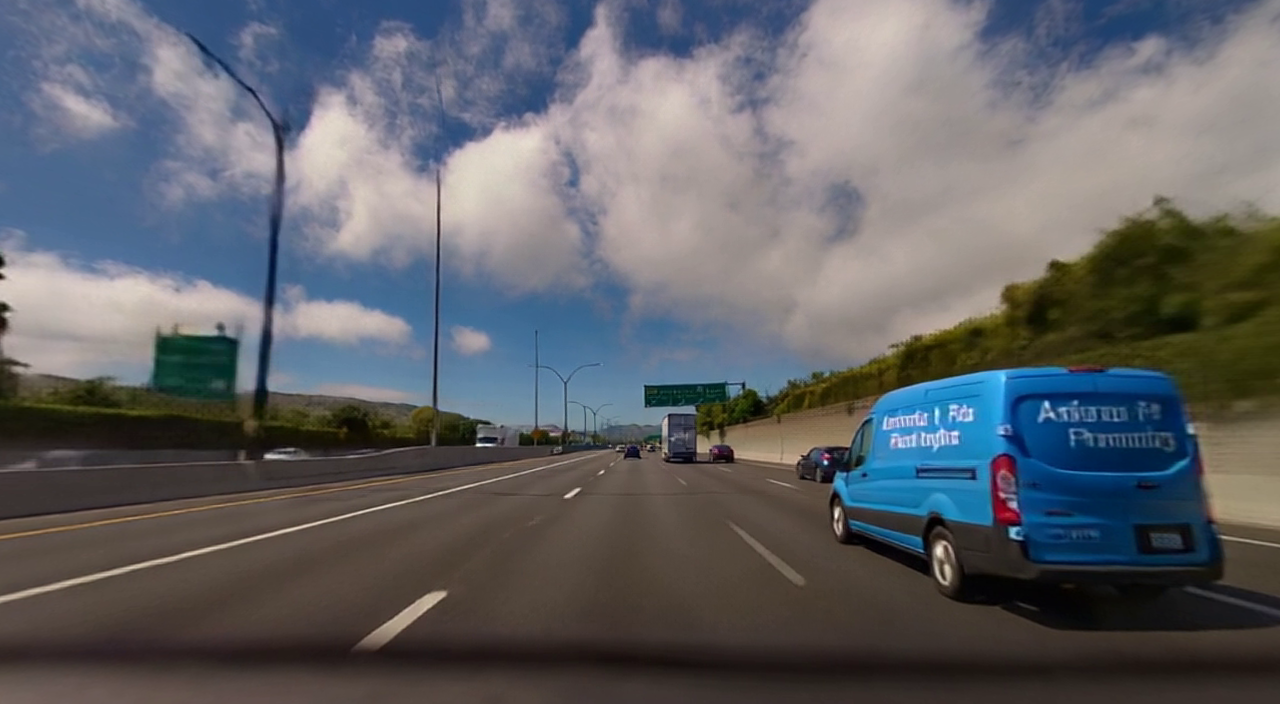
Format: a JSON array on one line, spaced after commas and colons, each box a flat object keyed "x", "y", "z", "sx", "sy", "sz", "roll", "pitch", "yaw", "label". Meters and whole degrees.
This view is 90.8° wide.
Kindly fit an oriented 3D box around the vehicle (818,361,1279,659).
[{"x": 3.630, "y": 1.379, "z": 6.609, "sx": 2.035, "sy": 1.931, "sz": 4.841, "roll": 0, "pitch": -9, "yaw": -1, "label": "vehicle"}]
